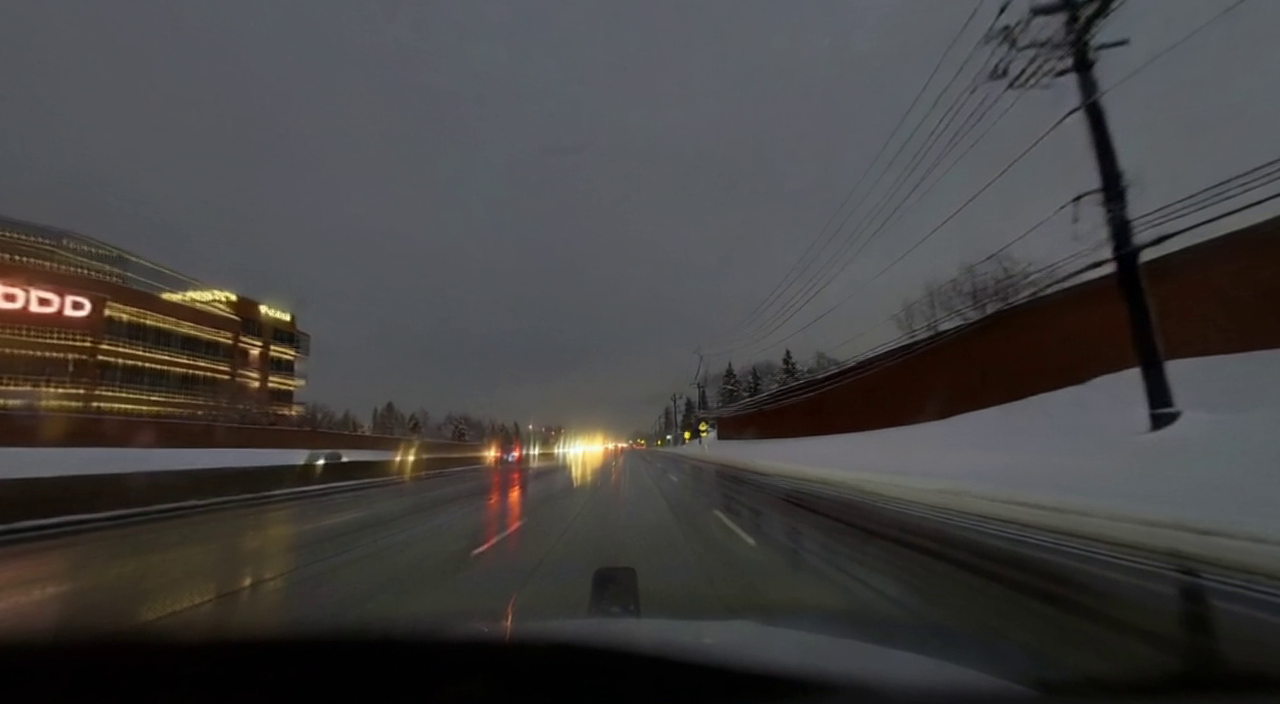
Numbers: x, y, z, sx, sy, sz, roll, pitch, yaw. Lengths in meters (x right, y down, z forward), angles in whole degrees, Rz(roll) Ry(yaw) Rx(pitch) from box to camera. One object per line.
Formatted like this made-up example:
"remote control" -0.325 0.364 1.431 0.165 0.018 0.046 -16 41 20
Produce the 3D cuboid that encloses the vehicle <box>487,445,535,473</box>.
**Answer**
"vehicle" -7.725 6.402 38.149 2.013 1.574 3.923 0 -8 0

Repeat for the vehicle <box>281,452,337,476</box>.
"vehicle" -25.778 8.723 49.399 1.942 1.662 4.631 0 -8 -1
